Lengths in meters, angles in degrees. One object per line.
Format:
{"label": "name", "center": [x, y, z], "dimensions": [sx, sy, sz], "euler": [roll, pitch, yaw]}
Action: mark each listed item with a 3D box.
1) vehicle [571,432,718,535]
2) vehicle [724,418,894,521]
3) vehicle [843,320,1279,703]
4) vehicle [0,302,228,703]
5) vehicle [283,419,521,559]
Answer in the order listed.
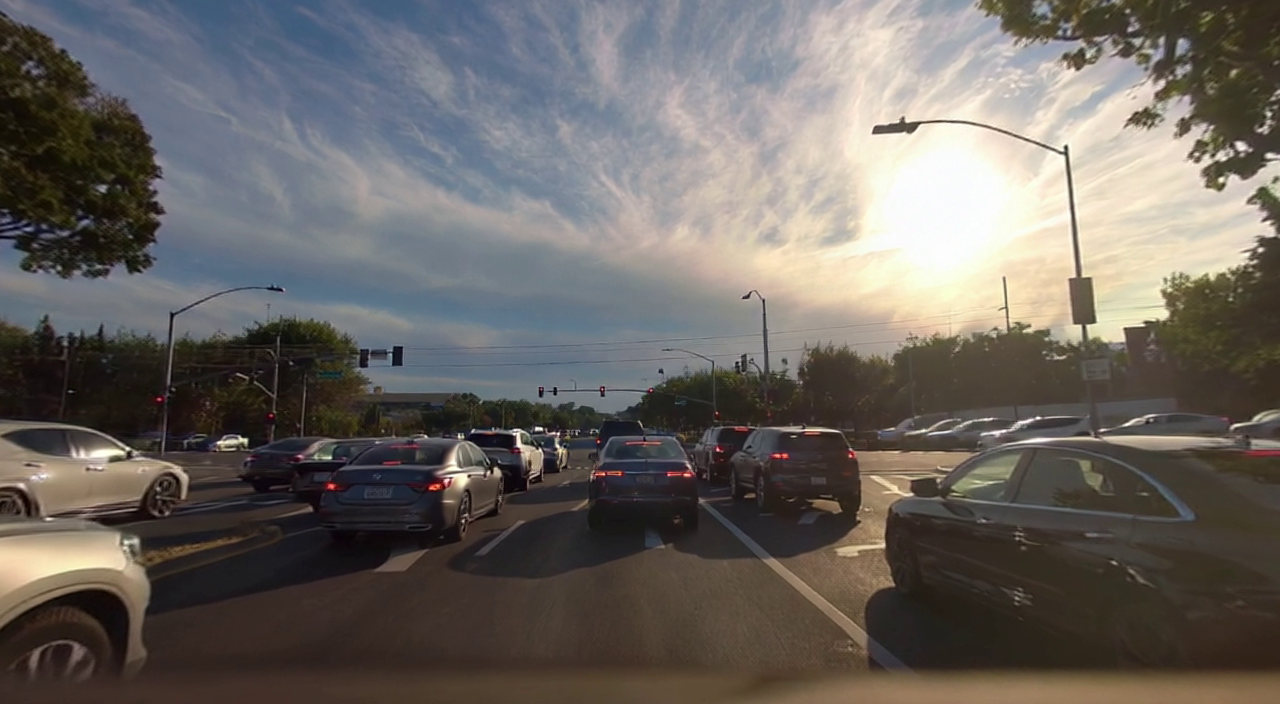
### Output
{"label": "vehicle", "center": [-0.009, 2.135, 10.832], "dimensions": [2.076, 1.438, 3.770], "euler": [0, -8, -2]}
{"label": "vehicle", "center": [3.061, 2.232, 12.445], "dimensions": [2.106, 1.667, 4.101], "euler": [0, -8, -2]}
{"label": "vehicle", "center": [3.150, 1.040, 4.144], "dimensions": [2.074, 1.685, 4.387], "euler": [0, -8, -1]}
{"label": "vehicle", "center": [-3.194, 0.542, 0.979], "dimensions": [2.079, 1.756, 4.676], "euler": [0, -8, -3]}
{"label": "vehicle", "center": [-3.070, 1.848, 9.275], "dimensions": [1.896, 1.546, 4.378], "euler": [0, -8, -1]}
